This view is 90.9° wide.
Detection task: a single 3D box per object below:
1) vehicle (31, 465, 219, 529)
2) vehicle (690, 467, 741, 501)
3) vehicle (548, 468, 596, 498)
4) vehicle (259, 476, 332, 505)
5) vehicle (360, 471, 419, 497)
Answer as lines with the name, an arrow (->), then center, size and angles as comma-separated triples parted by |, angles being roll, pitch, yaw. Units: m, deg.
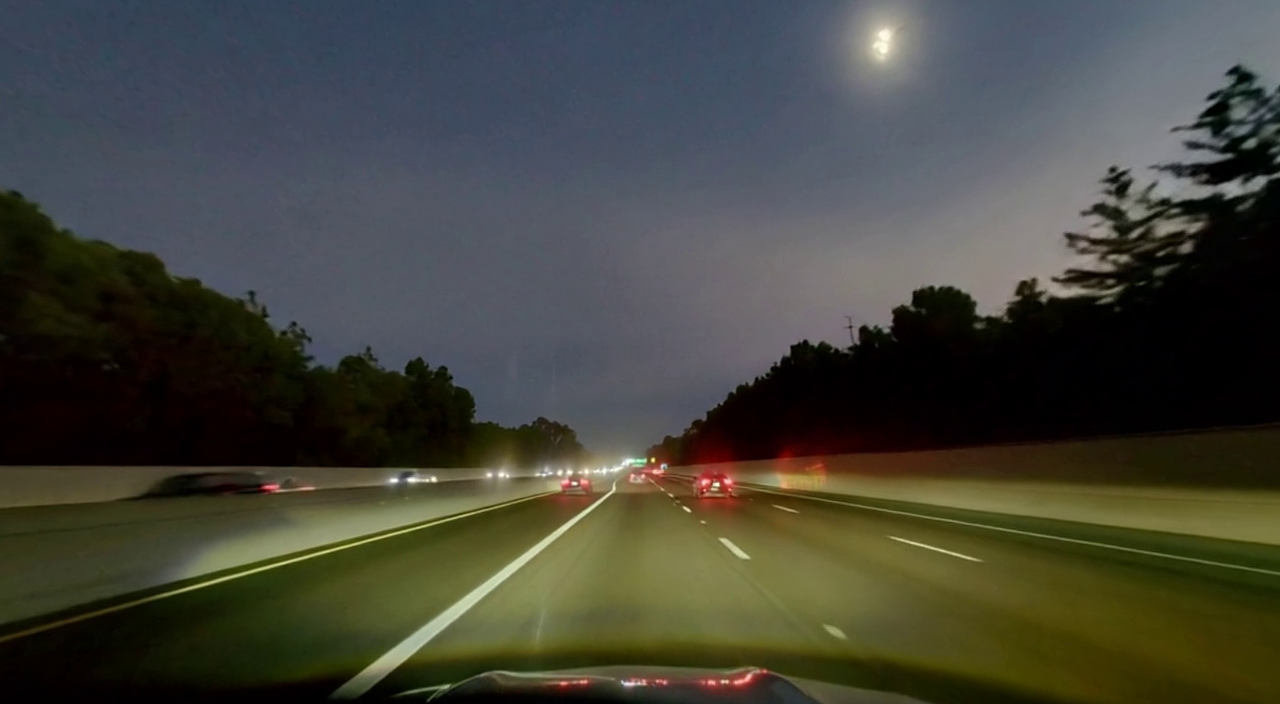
vehicle -> -13.064, 3.668, 16.336 | 1.746, 1.428, 3.636 | 1, -11, 0
vehicle -> 3.644, 6.478, 31.201 | 1.981, 1.516, 4.109 | 1, -11, -1
vehicle -> -3.589, 6.997, 33.969 | 2.004, 1.468, 4.812 | 0, -11, 0
vehicle -> -19.848, 7.978, 36.555 | 1.776, 1.445, 4.442 | 1, -11, -1
vehicle -> -16.197, 8.515, 40.947 | 1.915, 1.516, 4.500 | 0, -11, 1
